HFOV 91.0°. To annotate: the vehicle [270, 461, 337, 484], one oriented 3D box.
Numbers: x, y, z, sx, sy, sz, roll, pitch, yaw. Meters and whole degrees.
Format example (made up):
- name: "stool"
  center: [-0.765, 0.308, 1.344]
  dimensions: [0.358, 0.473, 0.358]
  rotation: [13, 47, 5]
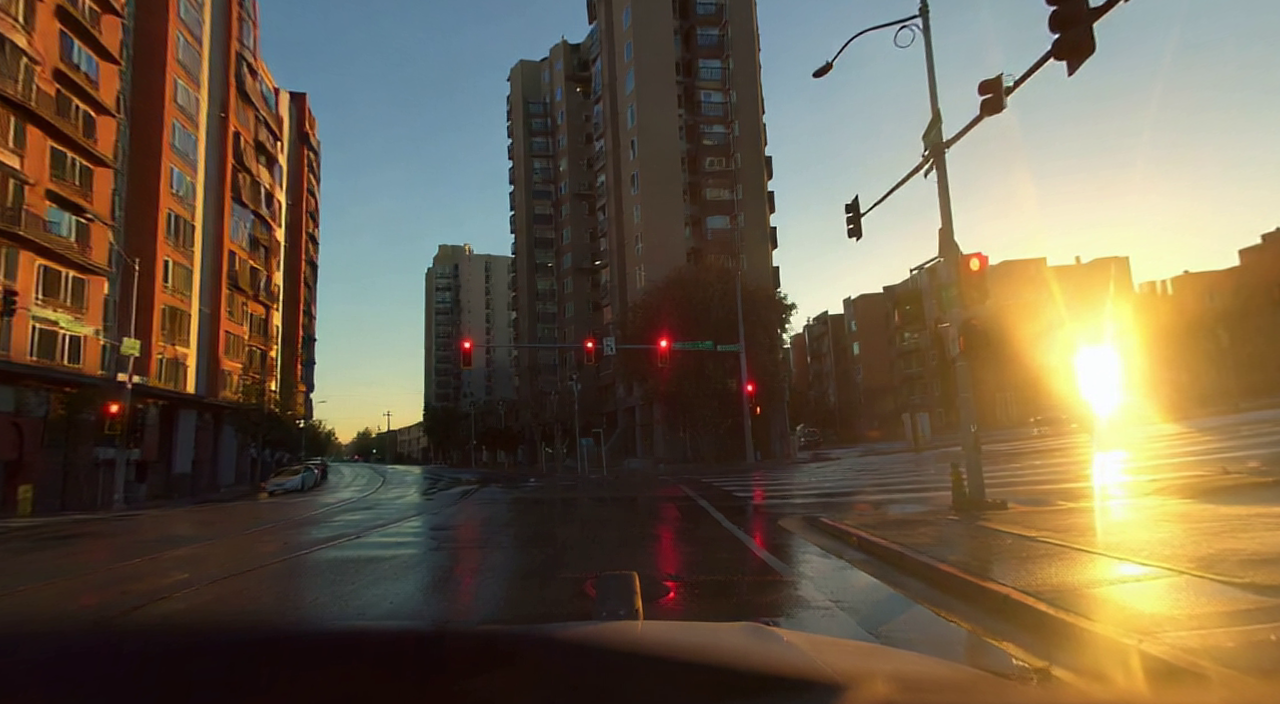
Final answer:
- name: "vehicle"
  center: [-24.663, 8.814, 46.280]
  dimensions: [3.882, 1.600, 1.768]
  rotation: [0, -9, 2]
